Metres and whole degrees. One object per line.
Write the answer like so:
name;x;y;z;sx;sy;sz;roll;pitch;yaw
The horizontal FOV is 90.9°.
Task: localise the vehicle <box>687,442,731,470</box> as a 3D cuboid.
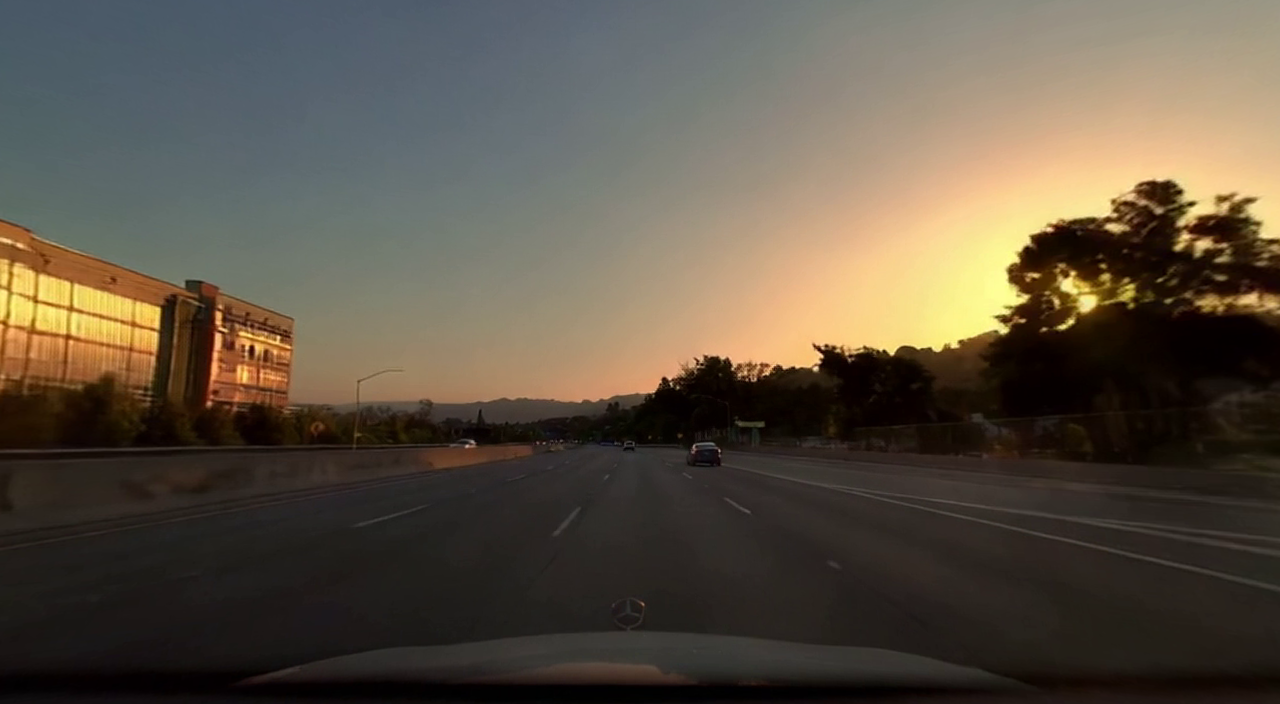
vehicle;3.864;5.867;35.929;1.926;1.477;4.025;0;-8;-2
